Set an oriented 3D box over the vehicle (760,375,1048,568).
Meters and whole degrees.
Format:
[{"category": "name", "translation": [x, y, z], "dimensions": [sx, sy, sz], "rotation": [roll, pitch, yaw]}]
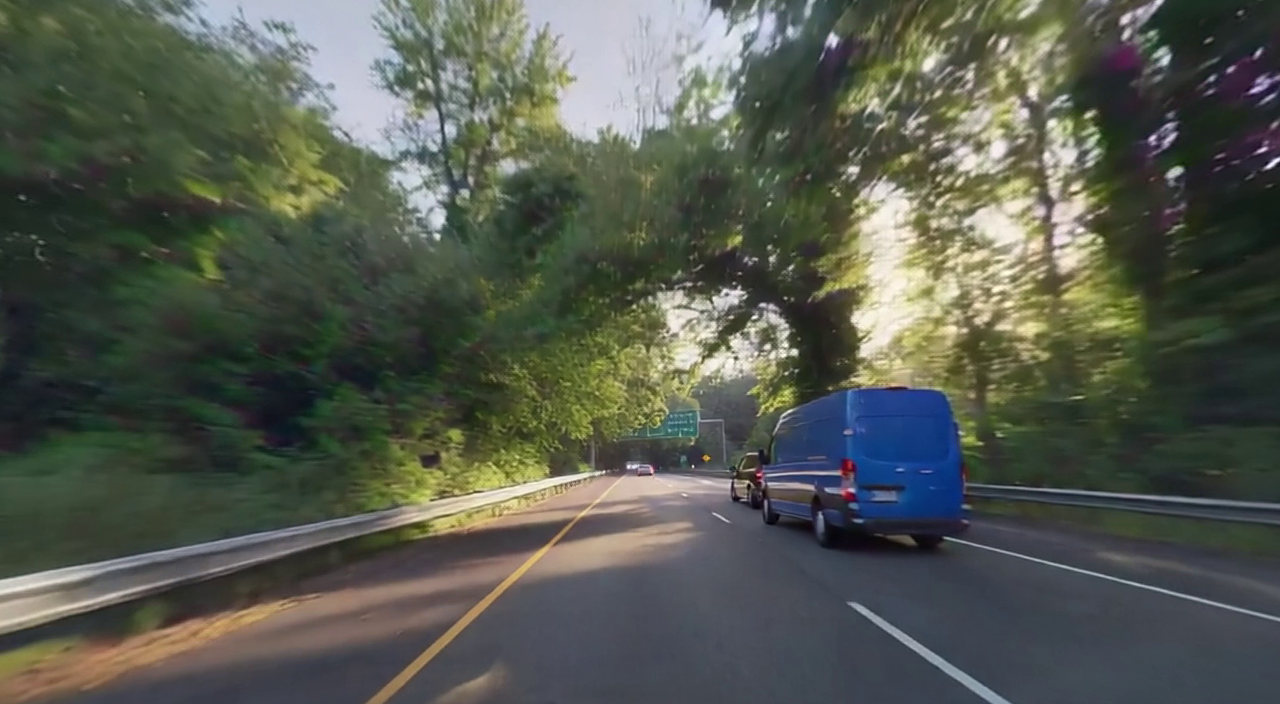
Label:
[{"category": "vehicle", "translation": [4.402, 2.320, 12.425], "dimensions": [2.737, 2.711, 6.687], "rotation": [1, -11, 0]}]
